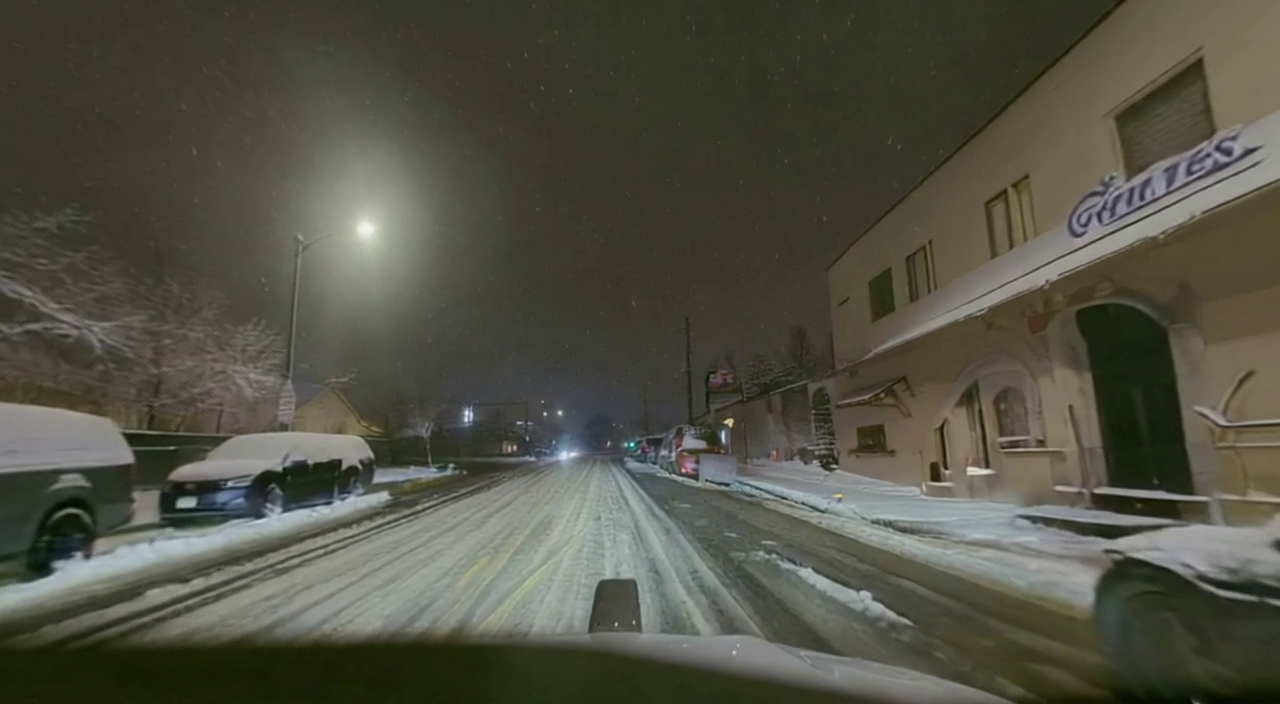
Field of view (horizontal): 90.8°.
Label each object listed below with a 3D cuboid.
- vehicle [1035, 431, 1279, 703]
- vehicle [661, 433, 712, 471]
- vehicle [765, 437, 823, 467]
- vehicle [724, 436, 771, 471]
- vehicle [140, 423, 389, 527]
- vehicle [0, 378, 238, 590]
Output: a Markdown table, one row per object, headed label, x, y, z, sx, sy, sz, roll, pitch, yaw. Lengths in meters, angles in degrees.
| label | x | y | z | sx | sy | sz | roll | pitch | yaw |
| --- | --- | --- | --- | --- | --- | --- | --- | --- | --- |
| vehicle | 3.852 | 1.015 | 1.991 | 2.050 | 1.475 | 4.613 | 2 | -8 | -4 |
| vehicle | 2.439 | 5.449 | 34.697 | 2.158 | 1.900 | 5.376 | 0 | -8 | -2 |
| vehicle | 8.864 | 5.799 | 36.775 | 1.980 | 1.606 | 4.097 | 1 | -9 | -5 |
| vehicle | 6.116 | 5.844 | 36.202 | 1.911 | 1.685 | 3.764 | 3 | -12 | -1 |
| vehicle | -7.234 | 2.414 | 13.055 | 2.173 | 1.685 | 5.139 | 0 | -9 | -3 |
| vehicle | -7.119 | 1.359 | 6.476 | 2.504 | 1.919 | 5.658 | -2 | -8 | -3 |
